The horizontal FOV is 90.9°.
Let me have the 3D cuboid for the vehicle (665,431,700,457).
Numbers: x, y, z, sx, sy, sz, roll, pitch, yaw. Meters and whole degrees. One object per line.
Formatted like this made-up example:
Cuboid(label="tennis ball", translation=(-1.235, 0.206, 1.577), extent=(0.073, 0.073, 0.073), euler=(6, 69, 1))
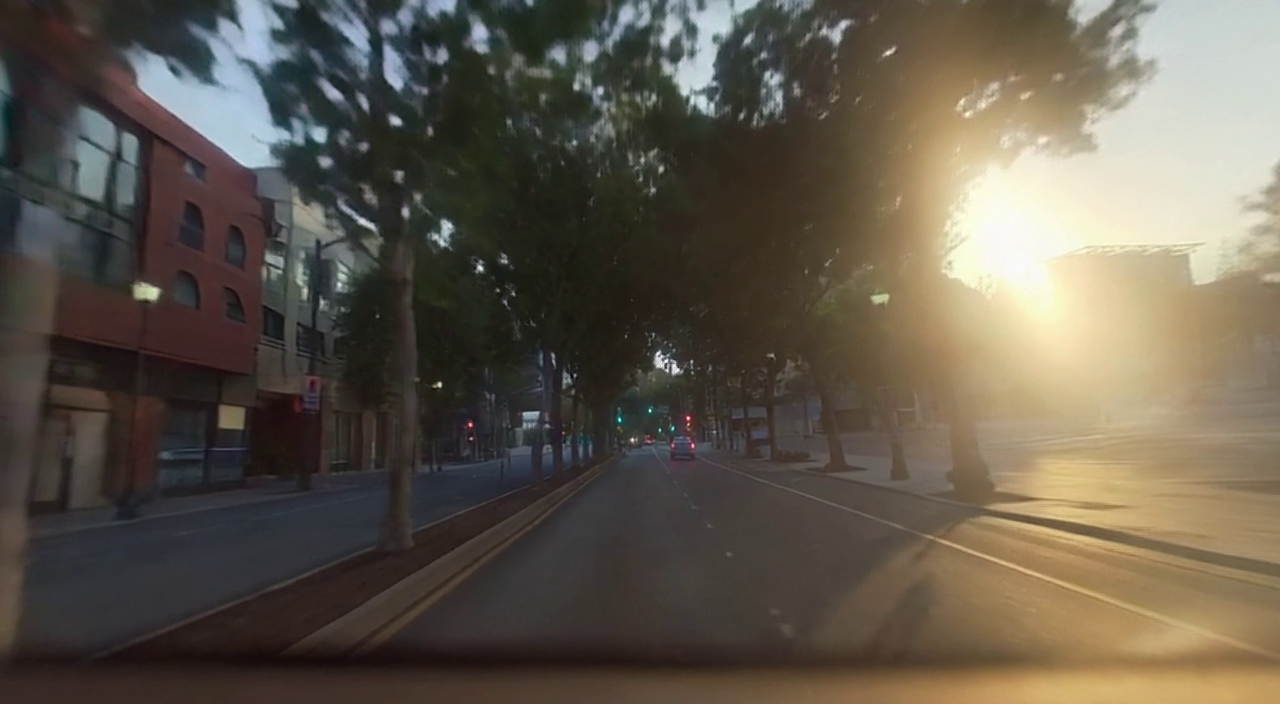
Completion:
Cuboid(label="vehicle", translation=(2.887, 6.350, 43.595), extent=(2.129, 1.719, 4.205), euler=(0, -8, 0))
